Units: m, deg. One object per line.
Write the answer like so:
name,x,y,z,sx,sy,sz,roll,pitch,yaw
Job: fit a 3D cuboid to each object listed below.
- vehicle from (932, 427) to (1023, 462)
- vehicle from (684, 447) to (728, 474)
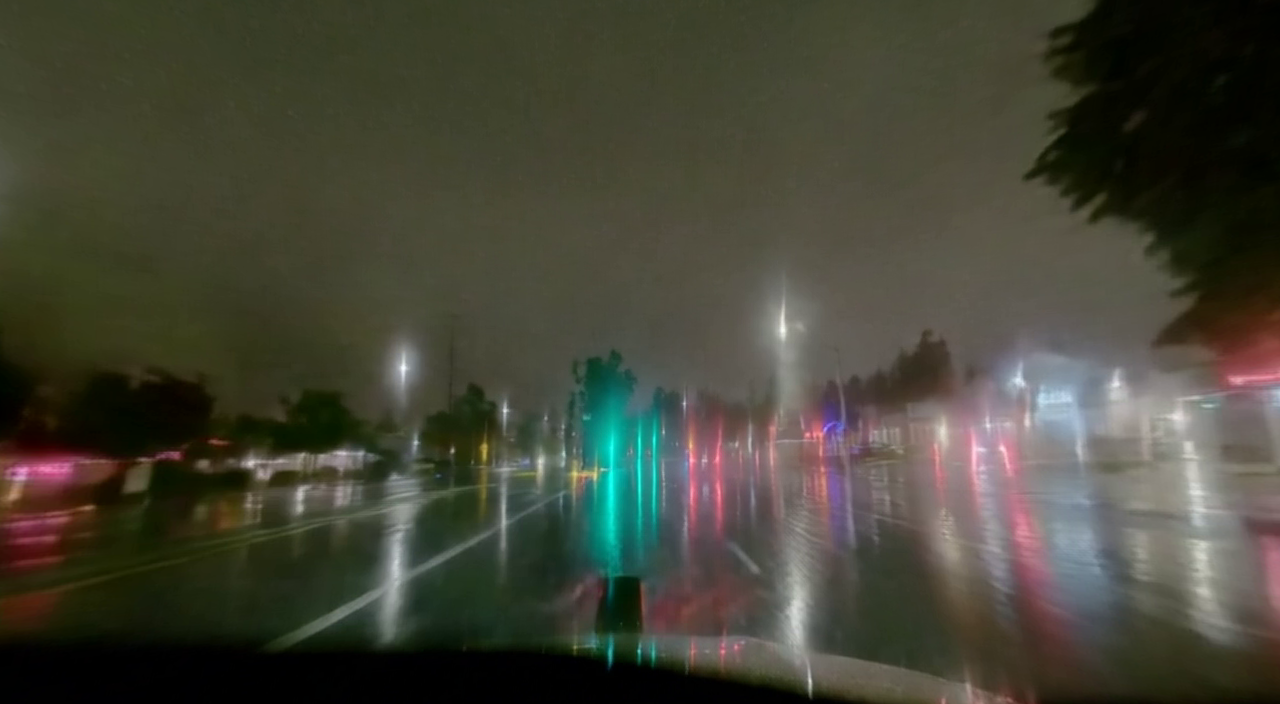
vehicle,19.970,5.523,37.823,2.247,1.917,5.791,0,-8,0
vehicle,3.599,5.976,34.975,1.929,1.411,4.284,0,-9,-1
